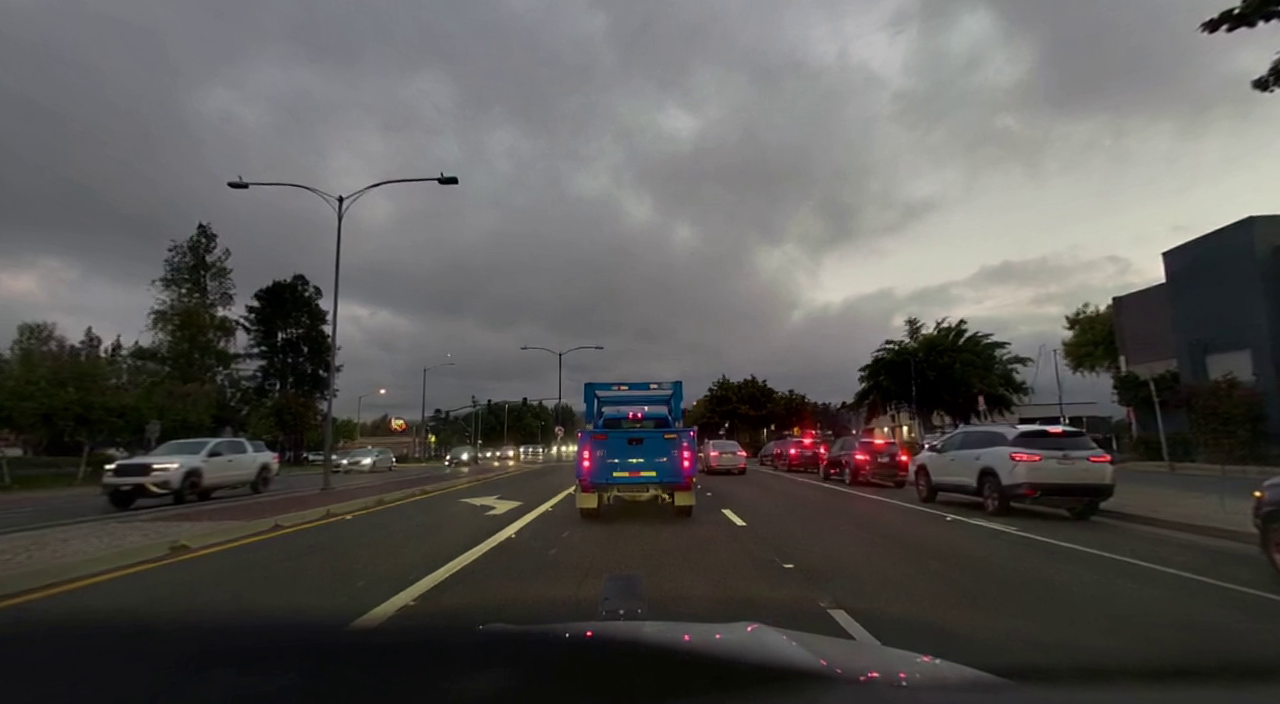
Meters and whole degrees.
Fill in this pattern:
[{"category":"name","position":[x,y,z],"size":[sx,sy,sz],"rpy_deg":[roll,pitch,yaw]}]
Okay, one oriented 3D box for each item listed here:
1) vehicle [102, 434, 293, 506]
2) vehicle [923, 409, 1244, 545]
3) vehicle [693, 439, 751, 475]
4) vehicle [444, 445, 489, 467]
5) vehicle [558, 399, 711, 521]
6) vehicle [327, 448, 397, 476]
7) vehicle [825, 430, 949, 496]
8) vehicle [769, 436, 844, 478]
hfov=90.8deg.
[{"category":"vehicle","position":[-11.708,3.122,17.194],"size":[2.028,1.693,4.331],"rpy_deg":[0,-9,0]},{"category":"vehicle","position":[6.848,1.975,10.589],"size":[2.023,1.771,4.488],"rpy_deg":[0,-9,-1]},{"category":"vehicle","position":[3.585,4.707,28.423],"size":[1.960,1.474,4.279],"rpy_deg":[0,-9,-1]},{"category":"vehicle","position":[-12.259,7.362,44.908],"size":[1.906,1.461,4.333],"rpy_deg":[0,-9,1]},{"category":"vehicle","position":[-0.120,2.322,14.000],"size":[2.682,2.117,5.706],"rpy_deg":[0,-9,0]},{"category":"vehicle","position":[-16.056,6.328,36.764],"size":[1.910,1.485,4.802],"rpy_deg":[0,-9,0]},{"category":"vehicle","position":[7.103,3.236,18.742],"size":[1.931,1.692,4.267],"rpy_deg":[0,-9,0]},{"category":"vehicle","position":[7.098,4.505,27.398],"size":[1.953,1.665,4.327],"rpy_deg":[0,-9,-1]}]
